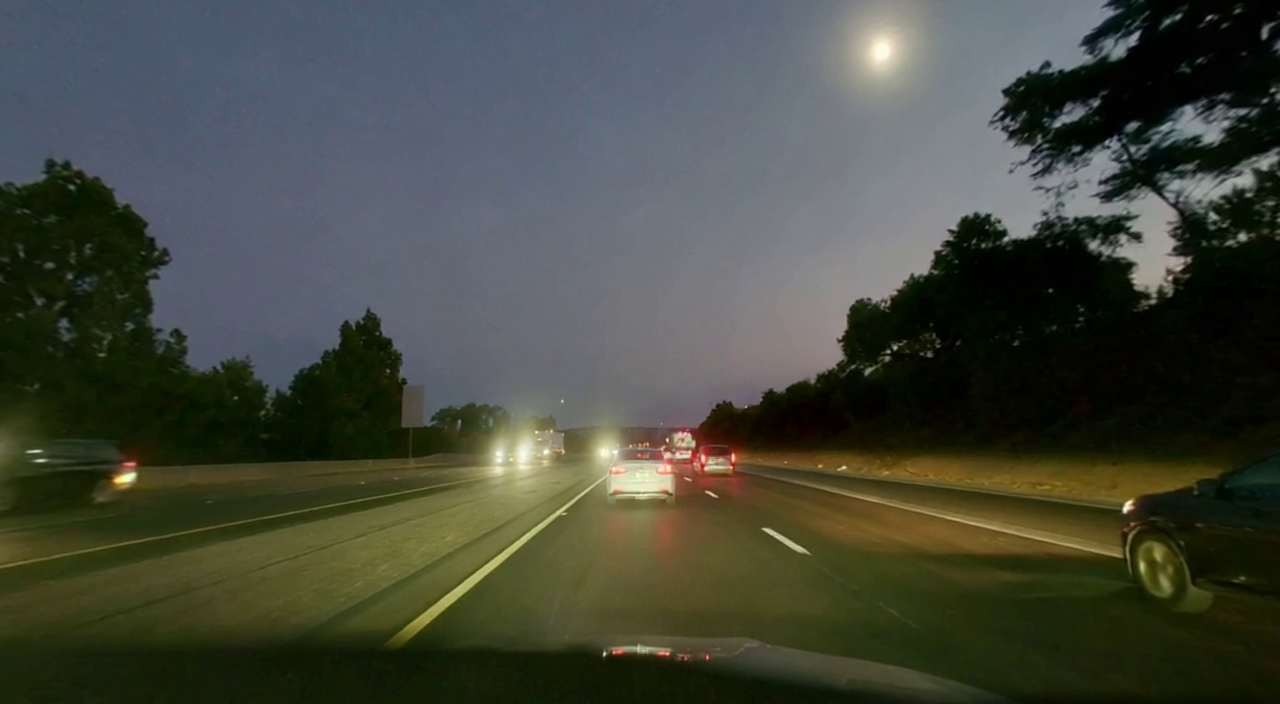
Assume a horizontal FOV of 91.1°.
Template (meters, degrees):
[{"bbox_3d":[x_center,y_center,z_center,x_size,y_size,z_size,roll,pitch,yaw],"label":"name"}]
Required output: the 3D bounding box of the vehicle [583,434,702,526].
[{"bbox_3d":[0.019,2.534,12.910,2.088,1.580,3.657,0,-9,-1],"label":"vehicle"}]

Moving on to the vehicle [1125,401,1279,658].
[{"bbox_3d":[4.777,0.915,2.842,1.931,1.516,3.995,0,-9,0],"label":"vehicle"}]

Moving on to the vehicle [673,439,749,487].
[{"bbox_3d":[2.532,4.091,23.383,1.999,1.596,3.990,0,-9,-5],"label":"vehicle"}]

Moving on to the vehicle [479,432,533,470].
[{"bbox_3d":[-9.288,6.949,44.261,2.512,2.475,5.406,-1,-9,1],"label":"vehicle"}]
